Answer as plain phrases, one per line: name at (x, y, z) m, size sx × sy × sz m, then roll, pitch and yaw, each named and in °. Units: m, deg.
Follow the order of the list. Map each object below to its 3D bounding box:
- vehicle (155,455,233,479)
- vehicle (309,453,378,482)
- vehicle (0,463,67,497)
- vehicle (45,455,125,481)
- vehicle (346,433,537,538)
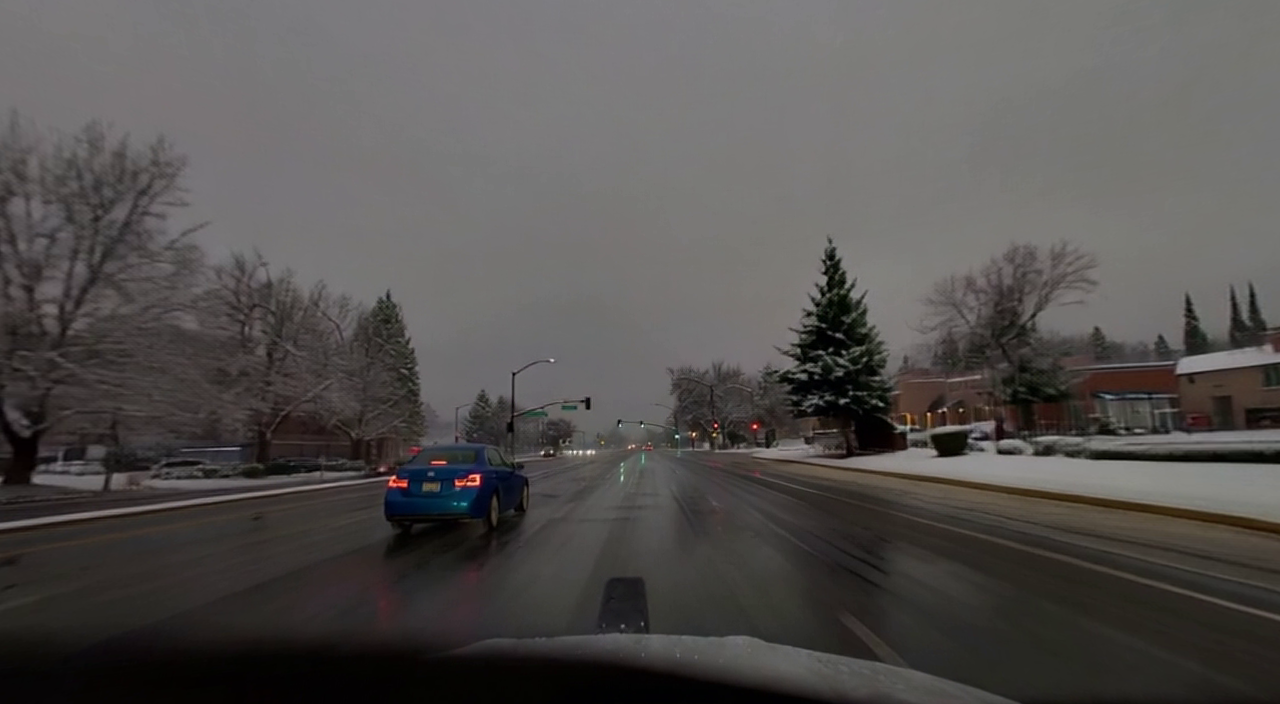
vehicle at (-34.025, 8.755, 48.268) m, size 1.911 × 1.603 × 5.136 m, roll 0°, pitch -8°, yaw 5°
vehicle at (-17.185, 6.668, 36.724) m, size 1.826 × 1.490 × 4.407 m, roll 0°, pitch -9°, yaw 1°
vehicle at (-30.799, 6.141, 30.371) m, size 4.424 × 1.535 × 1.948 m, roll 0°, pitch -9°, yaw 0°
vehicle at (-42.513, 8.883, 48.437) m, size 1.923 × 1.745 × 4.740 m, roll 1°, pitch -8°, yaw -1°
vehicle at (-3.209, 2.250, 11.294) m, size 1.924 × 1.480 × 4.421 m, roll 0°, pitch -9°, yaw 1°
